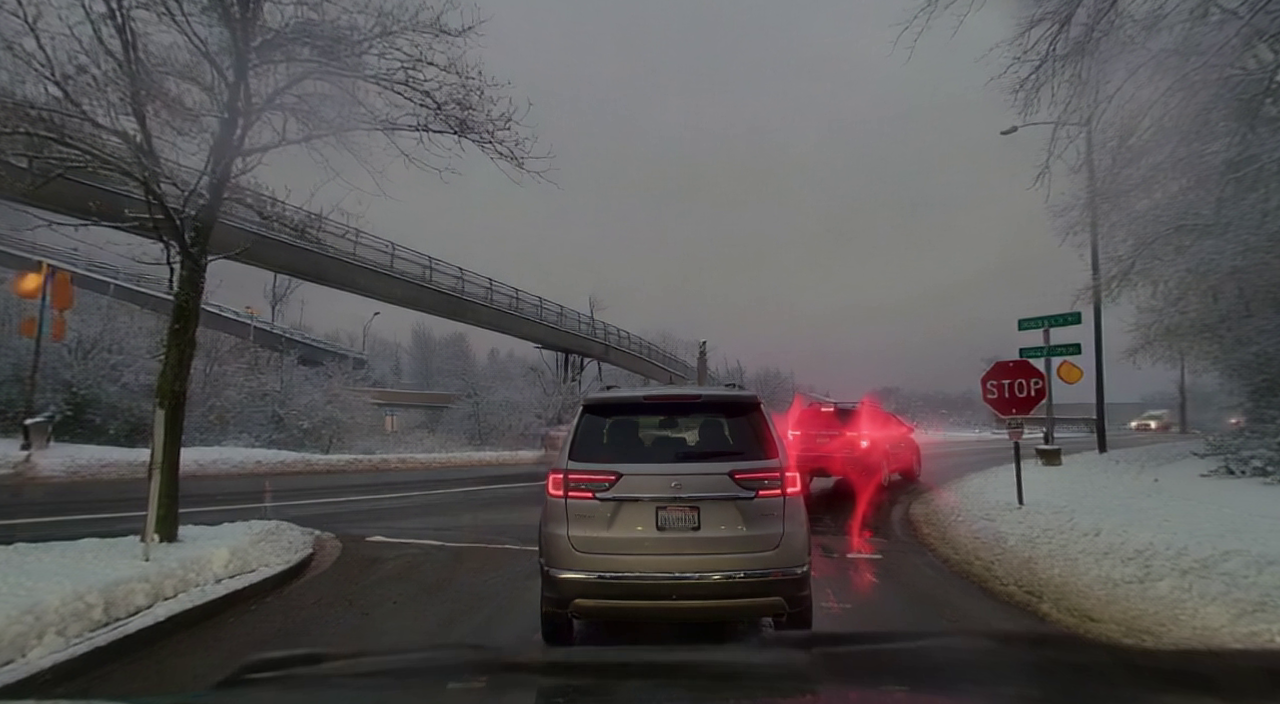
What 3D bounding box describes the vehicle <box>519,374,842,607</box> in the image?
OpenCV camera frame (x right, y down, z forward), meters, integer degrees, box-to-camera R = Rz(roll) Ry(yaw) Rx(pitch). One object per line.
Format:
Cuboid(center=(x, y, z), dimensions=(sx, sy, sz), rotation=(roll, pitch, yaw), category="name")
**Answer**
Cuboid(center=(0.312, 1.399, 7.148), dimensions=(2.494, 1.804, 4.336), rotation=(0, -9, 0), category="vehicle")
